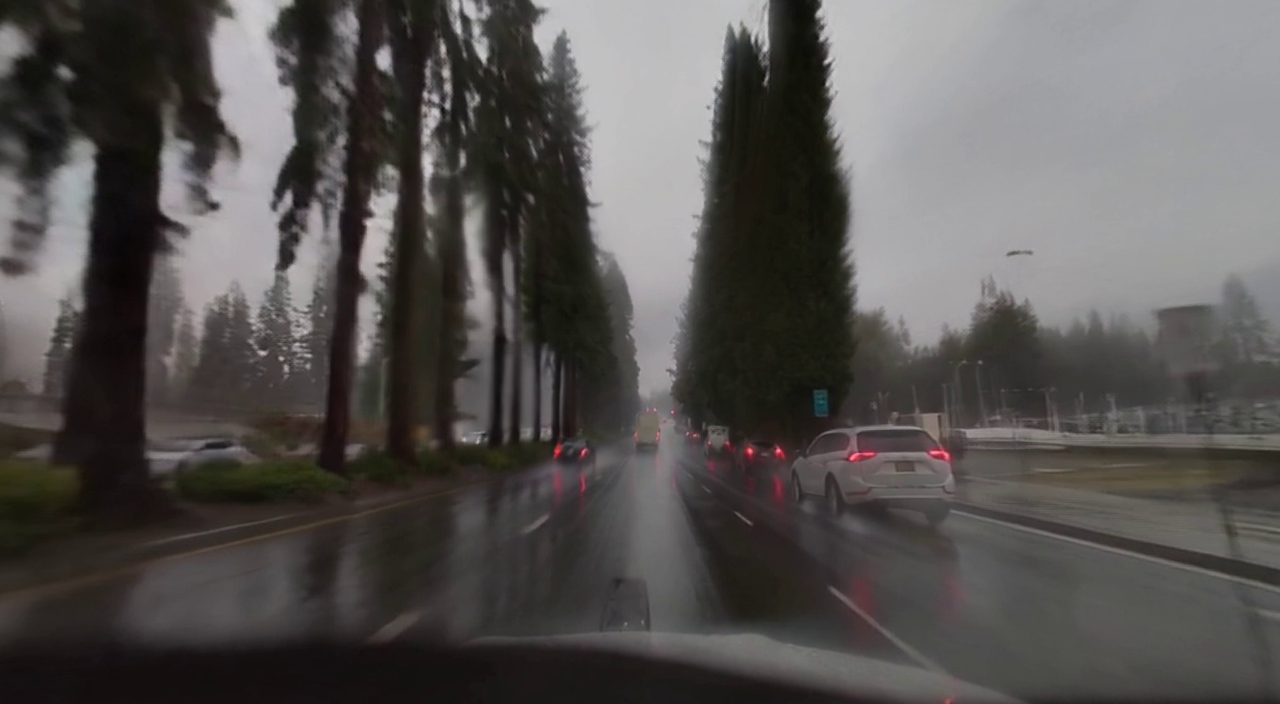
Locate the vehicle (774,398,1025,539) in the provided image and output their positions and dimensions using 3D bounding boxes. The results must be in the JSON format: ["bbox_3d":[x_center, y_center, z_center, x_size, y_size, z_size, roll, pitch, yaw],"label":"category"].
[{"bbox_3d":[4.353,2.116,12.084,2.381,2.008,5.971,0,-9,2],"label":"vehicle"}]

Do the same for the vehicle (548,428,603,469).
[{"bbox_3d":[-3.251,5.015,32.896,2.255,1.940,4.822,-1,-9,2],"label":"vehicle"}]

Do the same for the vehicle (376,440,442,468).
[{"bbox_3d":[-12.955,5.753,35.682,1.897,1.472,4.592,-1,-9,2],"label":"vehicle"}]

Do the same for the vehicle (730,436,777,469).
[{"bbox_3d":[6.355,5.682,35.784,2.280,1.757,4.572,-1,-9,6],"label":"vehicle"}]

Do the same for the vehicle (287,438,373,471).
[{"bbox_3d":[-16.688,5.518,34.239,2.176,1.646,4.643,0,-8,1],"label":"vehicle"}]

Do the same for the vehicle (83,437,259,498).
[{"bbox_3d":[-13.772,3.383,18.888,2.181,1.604,3.944,0,-9,1],"label":"vehicle"}]
